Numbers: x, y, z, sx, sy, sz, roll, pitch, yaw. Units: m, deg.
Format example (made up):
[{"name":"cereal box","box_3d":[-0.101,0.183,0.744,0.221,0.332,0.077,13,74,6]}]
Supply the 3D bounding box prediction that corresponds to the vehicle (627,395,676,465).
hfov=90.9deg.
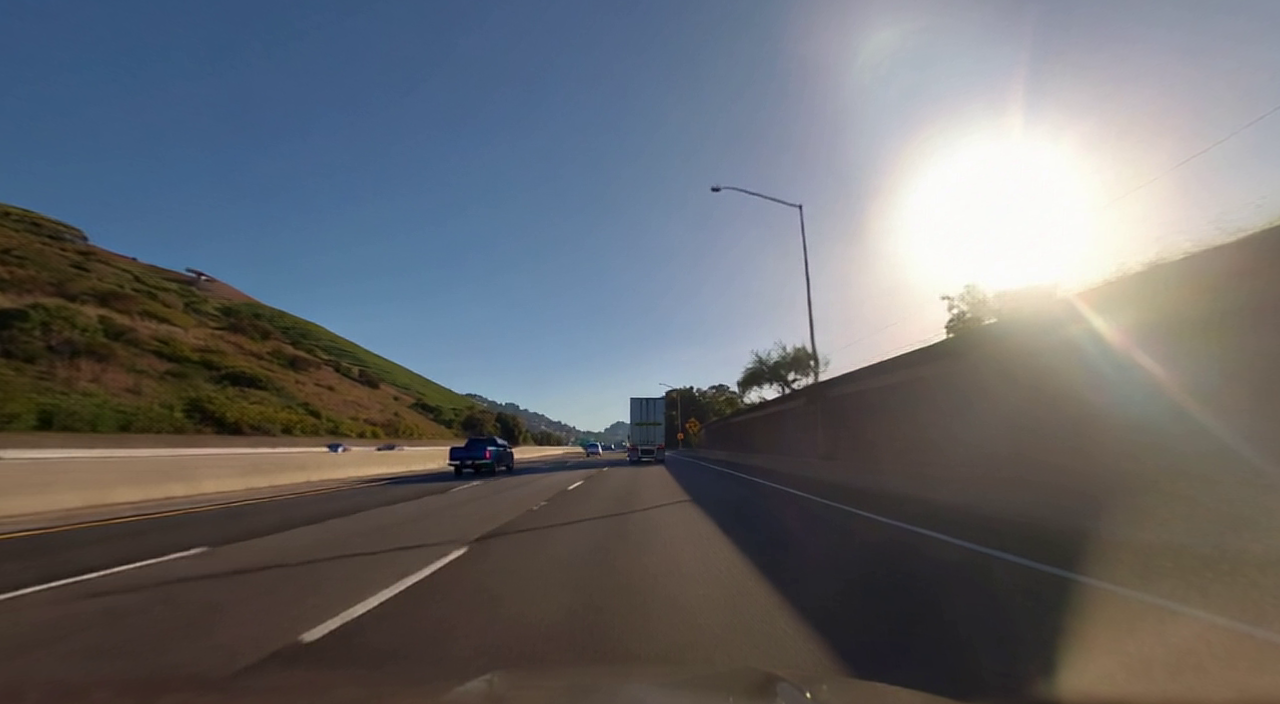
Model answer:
[{"name":"vehicle","box_3d":[0.841,5.865,46.176,2.951,4.229,15.519,0,-8,1]}]

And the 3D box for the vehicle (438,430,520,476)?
[{"name":"vehicle","box_3d":[-7.048,4.477,28.308,2.113,1.837,5.339,0,-8,1]}]
